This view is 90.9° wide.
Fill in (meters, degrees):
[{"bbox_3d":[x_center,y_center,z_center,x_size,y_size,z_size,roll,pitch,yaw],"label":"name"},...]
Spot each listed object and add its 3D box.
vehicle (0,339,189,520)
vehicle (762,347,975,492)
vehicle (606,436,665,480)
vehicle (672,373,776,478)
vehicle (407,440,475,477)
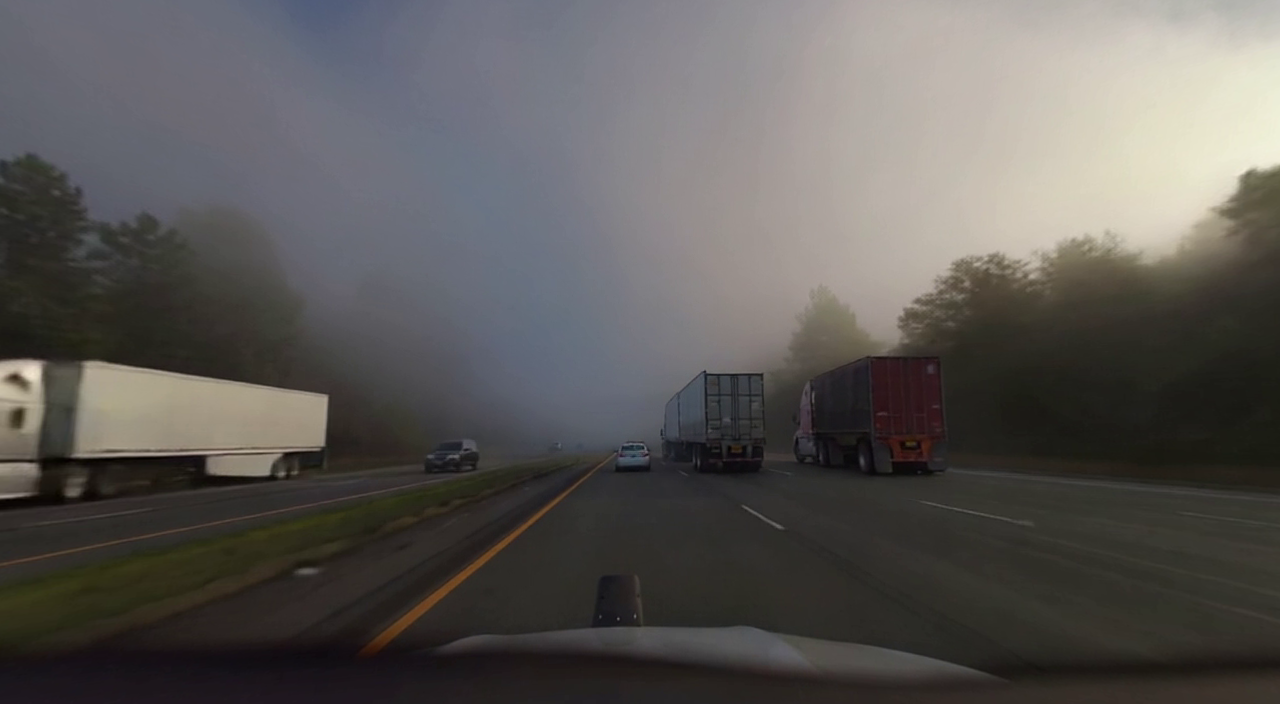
[{"bbox_3d":[-16.675,2.197,17.362,3.135,4.207,7.042,0,-9,-1],"label":"vehicle"},{"bbox_3d":[7.865,2.829,25.030,2.876,4.111,14.145,0,-8,-1],"label":"vehicle"},{"bbox_3d":[-0.218,3.930,23.685,2.038,1.477,3.773,0,-8,-1],"label":"vehicle"},{"bbox_3d":[3.670,3.811,31.979,2.888,4.099,14.183,0,-8,-2],"label":"vehicle"},{"bbox_3d":[-8.663,4.648,27.762,1.841,1.488,3.664,0,-8,-1],"label":"vehicle"}]
